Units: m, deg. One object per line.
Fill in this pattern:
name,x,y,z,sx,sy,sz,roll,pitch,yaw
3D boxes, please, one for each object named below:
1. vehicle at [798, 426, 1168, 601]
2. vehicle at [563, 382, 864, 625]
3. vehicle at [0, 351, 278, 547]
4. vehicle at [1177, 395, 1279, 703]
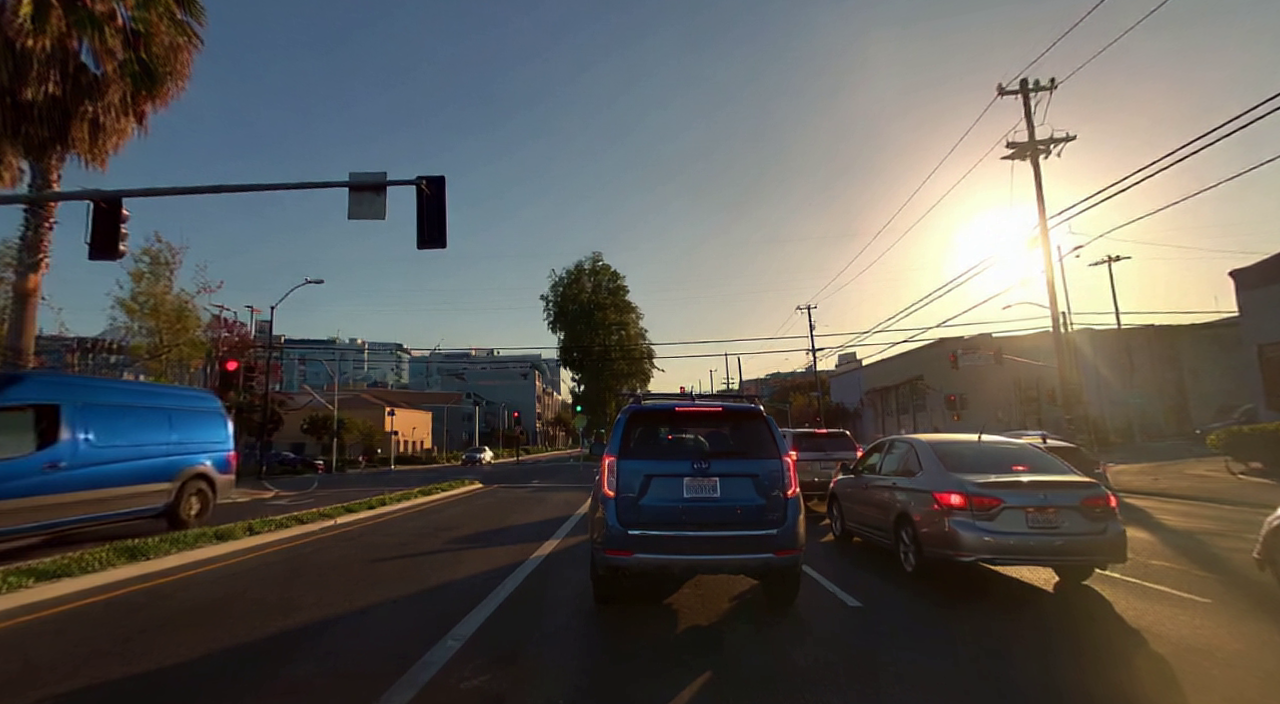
vehicle,3.442,1.684,7.500,1.895,1.456,4.255,0,-9,-2
vehicle,0.467,1.435,6.876,2.228,1.780,4.269,0,-9,-2
vehicle,-14.052,2.290,14.960,2.973,3.889,11.535,-1,-9,6
vehicle,3.362,0.644,0.650,1.805,1.485,4.348,0,-9,1
